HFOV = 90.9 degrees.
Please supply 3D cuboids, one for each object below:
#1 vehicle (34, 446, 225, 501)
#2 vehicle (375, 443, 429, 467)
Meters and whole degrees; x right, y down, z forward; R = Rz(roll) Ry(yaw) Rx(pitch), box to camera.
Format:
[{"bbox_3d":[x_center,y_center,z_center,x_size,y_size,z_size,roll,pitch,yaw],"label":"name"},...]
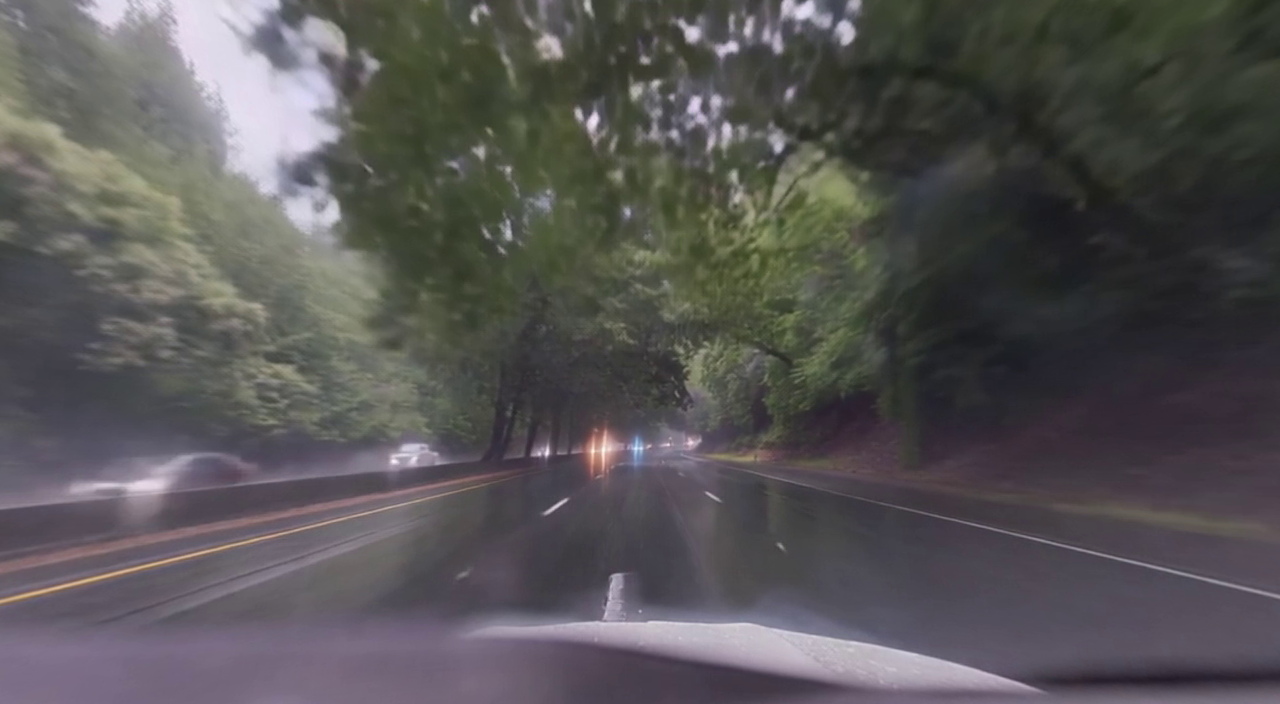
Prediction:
[{"bbox_3d":[-15.876,3.776,20.055,1.942,1.504,4.894,0,-9,1],"label":"vehicle"},{"bbox_3d":[-18.652,8.100,49.703,2.144,1.802,4.976,0,-9,2],"label":"vehicle"}]
